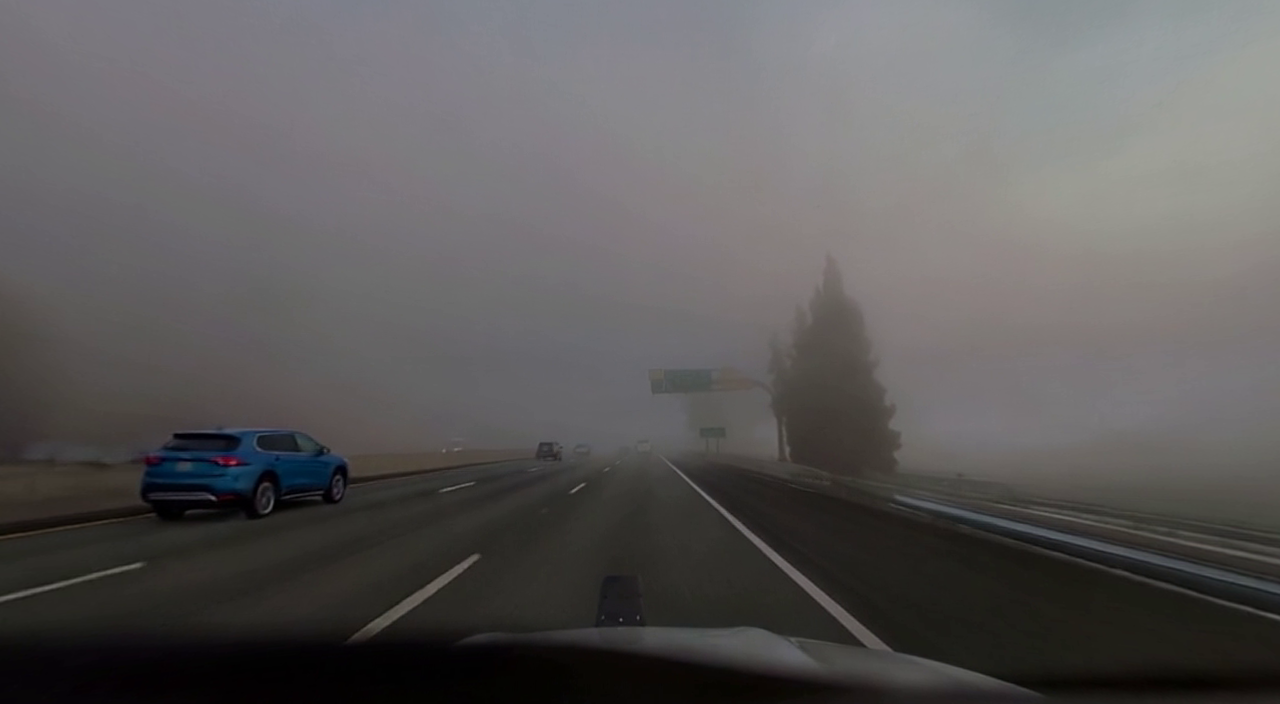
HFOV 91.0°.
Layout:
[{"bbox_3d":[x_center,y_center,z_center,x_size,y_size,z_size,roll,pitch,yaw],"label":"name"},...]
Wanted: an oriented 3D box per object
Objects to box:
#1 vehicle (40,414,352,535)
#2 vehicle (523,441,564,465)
[{"bbox_3d":[-7.396,2.092,11.355,2.055,1.683,4.804,0,-9,1],"label":"vehicle"},{"bbox_3d":[-6.644,6.986,43.786,2.008,1.520,4.731,0,-9,2],"label":"vehicle"}]
